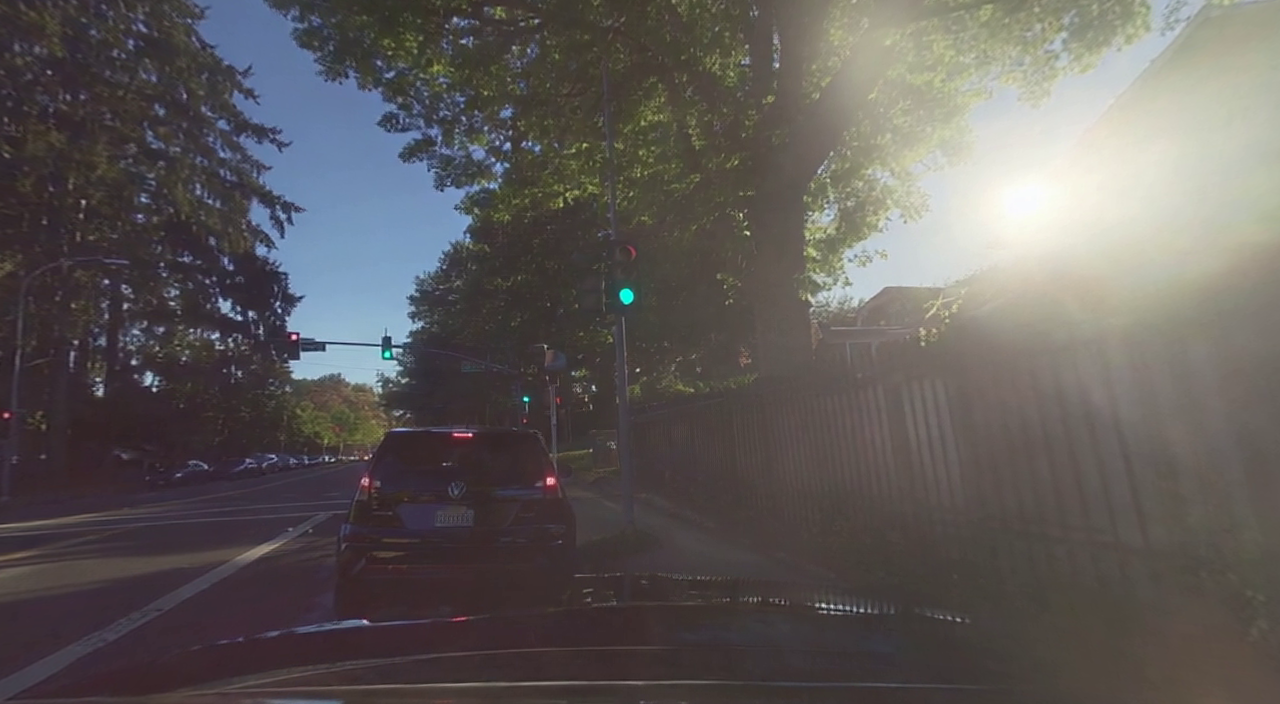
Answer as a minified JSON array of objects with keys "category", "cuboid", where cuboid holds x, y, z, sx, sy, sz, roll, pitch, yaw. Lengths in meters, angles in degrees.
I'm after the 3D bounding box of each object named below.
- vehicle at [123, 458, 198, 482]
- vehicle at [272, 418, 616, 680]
[{"category":"vehicle","cuboid":[-36.131,8.910,47.677,3.959,1.680,1.785,1,-9,-10]},{"category":"vehicle","cuboid":[-1.641,1.447,5.777,2.024,1.502,3.702,2,-9,-15]}]
